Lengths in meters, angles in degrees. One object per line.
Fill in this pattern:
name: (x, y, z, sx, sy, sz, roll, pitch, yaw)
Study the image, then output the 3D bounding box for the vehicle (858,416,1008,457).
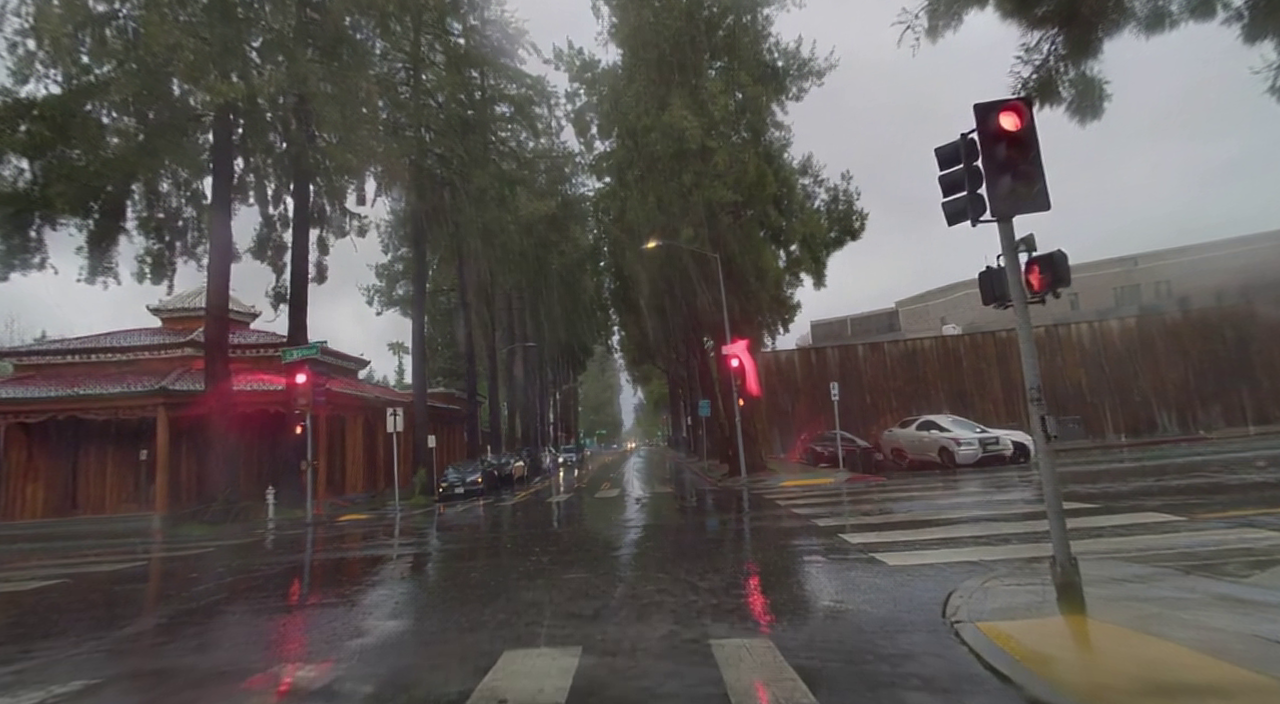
vehicle: (10.749, 3.150, 23.413, 4.643, 1.456, 1.820, -1, -8, 5)

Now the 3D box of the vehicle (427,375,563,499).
vehicle: (-5.723, 3.682, 27.141, 3.113, 4.041, 10.284, -5, -8, 1)

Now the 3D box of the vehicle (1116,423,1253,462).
vehicle: (24.939, 4.166, 29.027, 4.268, 1.695, 2.053, 0, -8, 3)
